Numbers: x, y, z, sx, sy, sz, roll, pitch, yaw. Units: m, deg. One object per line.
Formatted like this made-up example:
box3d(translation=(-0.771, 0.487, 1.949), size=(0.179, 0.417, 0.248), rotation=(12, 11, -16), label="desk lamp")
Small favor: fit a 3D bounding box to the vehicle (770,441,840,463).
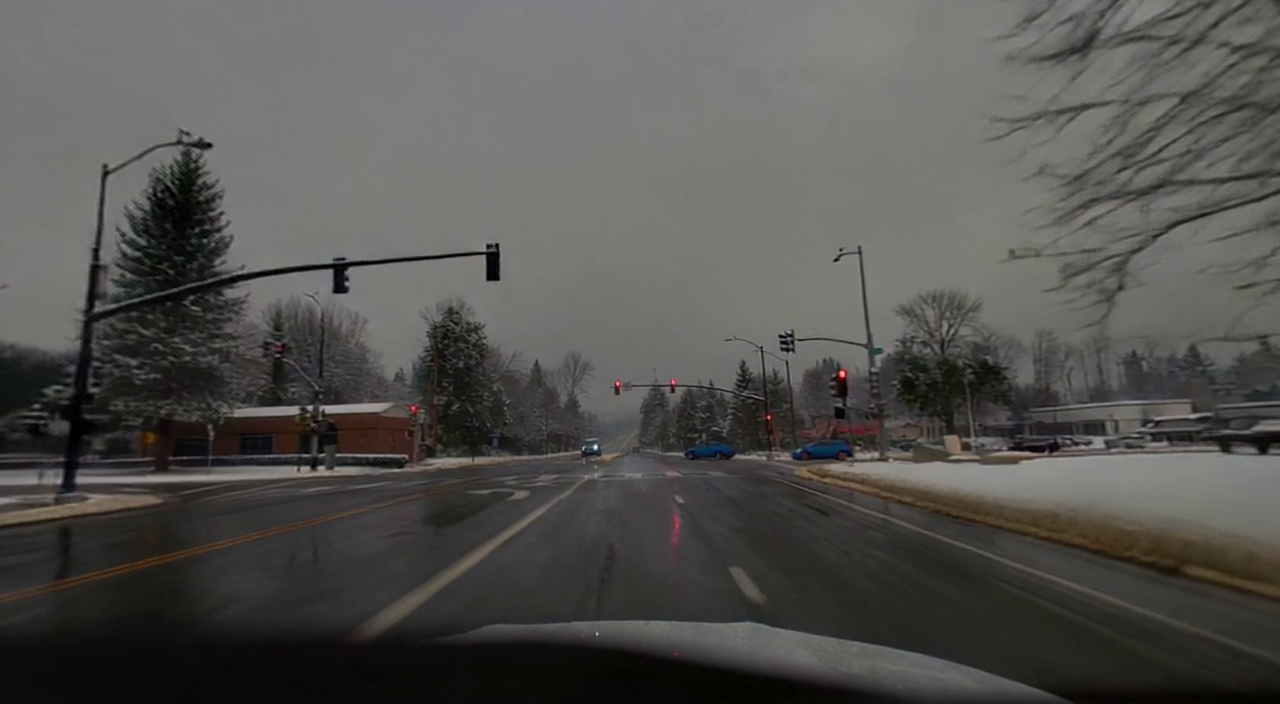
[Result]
box3d(translation=(11.785, 7.155, 45.129), size=(4.528, 1.482, 1.864), rotation=(3, -9, -19), label="vehicle")
